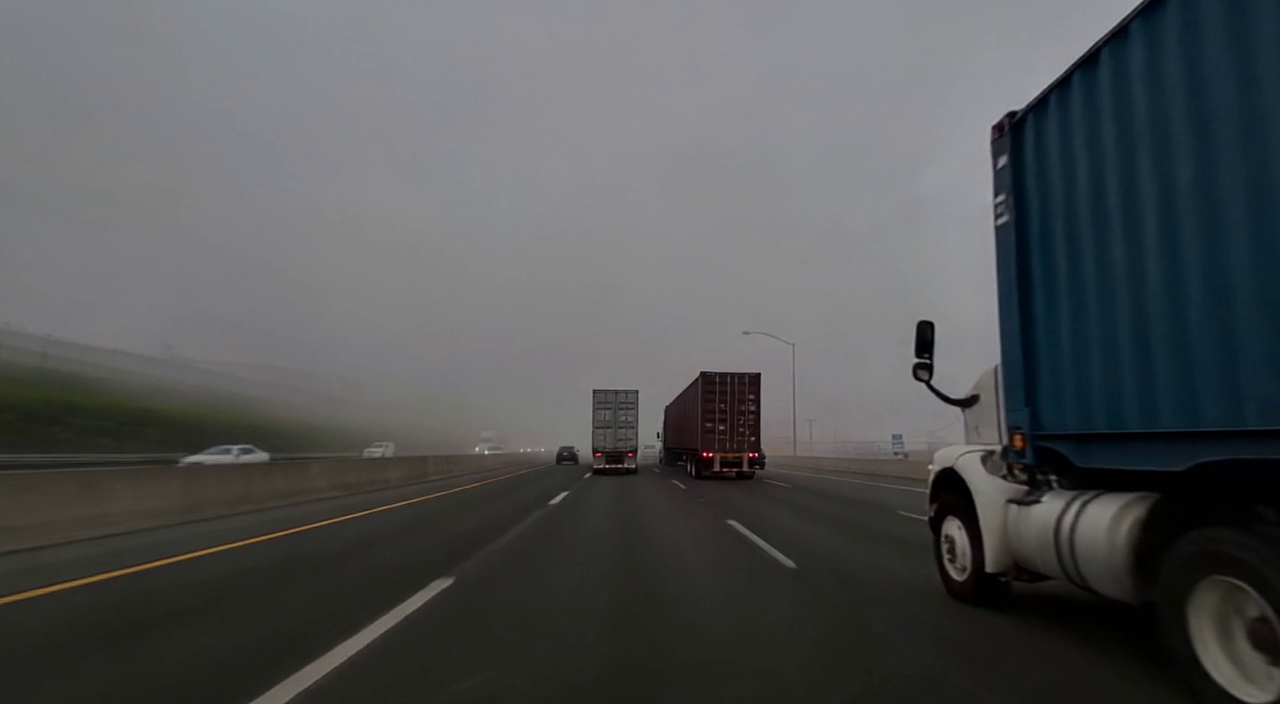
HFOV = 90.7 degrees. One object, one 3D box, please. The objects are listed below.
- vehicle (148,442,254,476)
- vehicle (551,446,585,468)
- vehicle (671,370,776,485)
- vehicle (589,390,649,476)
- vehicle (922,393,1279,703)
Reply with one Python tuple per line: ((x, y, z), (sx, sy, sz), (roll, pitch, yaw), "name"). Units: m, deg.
((-20.528, 4.997, 29.853), (1.945, 1.458, 4.381), (0, -9, -1), "vehicle")
((-5.172, 7.555, 45.894), (2.138, 1.478, 4.641), (0, -9, -2), "vehicle")
((3.252, 3.595, 28.854), (2.803, 4.072, 12.744), (0, -8, -1), "vehicle")
((-1.132, 4.738, 36.246), (2.841, 4.071, 12.046), (0, -8, -1), "vehicle")
((3.248, 0.958, 2.707), (2.073, 1.474, 4.320), (0, -8, 0), "vehicle")
